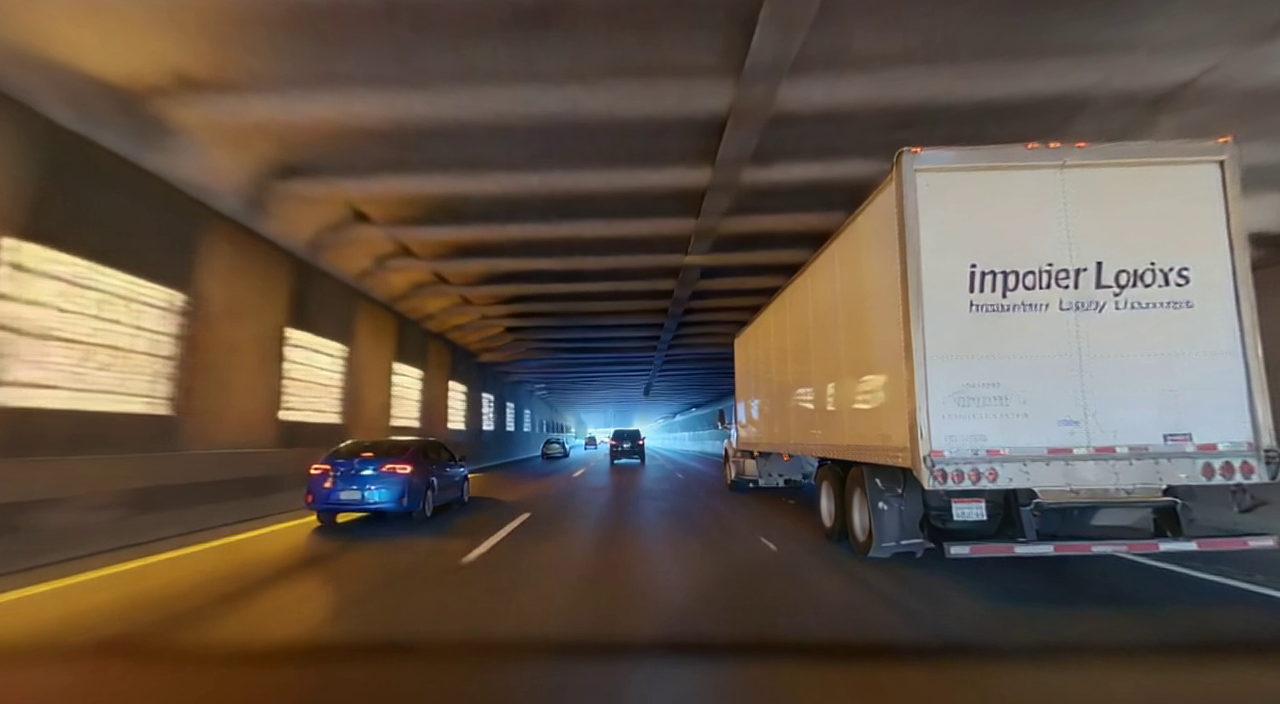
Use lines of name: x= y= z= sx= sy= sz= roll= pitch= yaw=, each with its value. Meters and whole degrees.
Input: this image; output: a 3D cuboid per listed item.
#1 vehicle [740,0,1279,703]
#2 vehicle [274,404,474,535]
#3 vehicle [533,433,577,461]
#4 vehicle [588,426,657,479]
vehicle: x=3.728 y=0.136 z=6.296 sx=2.842 sy=4.108 sz=14.081 roll=0 pitch=-8 yaw=-1
vehicle: x=-3.859 y=1.735 z=9.737 sx=1.826 sy=1.695 sz=2.870 roll=0 pitch=-8 yaw=-1
vehicle: x=-4.720 y=5.362 z=35.693 sx=2.019 sy=1.435 sz=4.317 roll=0 pitch=-8 yaw=-2
vehicle: x=-0.559 y=3.335 z=21.084 sx=2.094 sy=1.600 sz=3.666 roll=0 pitch=-8 yaw=-1
